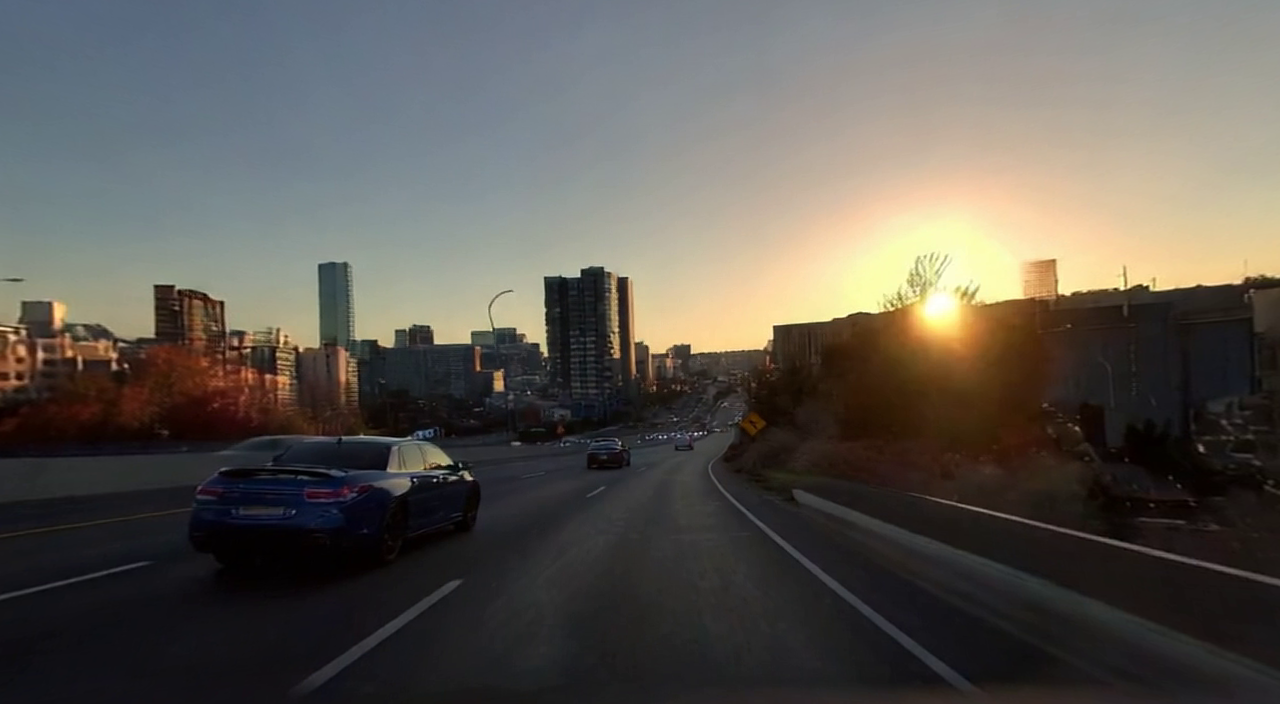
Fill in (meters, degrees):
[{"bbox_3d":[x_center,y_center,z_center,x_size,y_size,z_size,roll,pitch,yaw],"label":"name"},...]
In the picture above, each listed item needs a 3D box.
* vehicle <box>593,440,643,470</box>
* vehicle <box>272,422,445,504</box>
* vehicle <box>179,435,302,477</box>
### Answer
[{"bbox_3d":[-1.057,5.250,32.298,1.928,1.455,4.361,-1,-9,6],"label":"vehicle"},{"bbox_3d":[-6.599,2.663,15.444,1.993,1.690,4.450,-1,-9,3],"label":"vehicle"},{"bbox_3d":[-16.279,4.279,26.034,1.956,1.568,4.373,-1,-9,5],"label":"vehicle"}]
